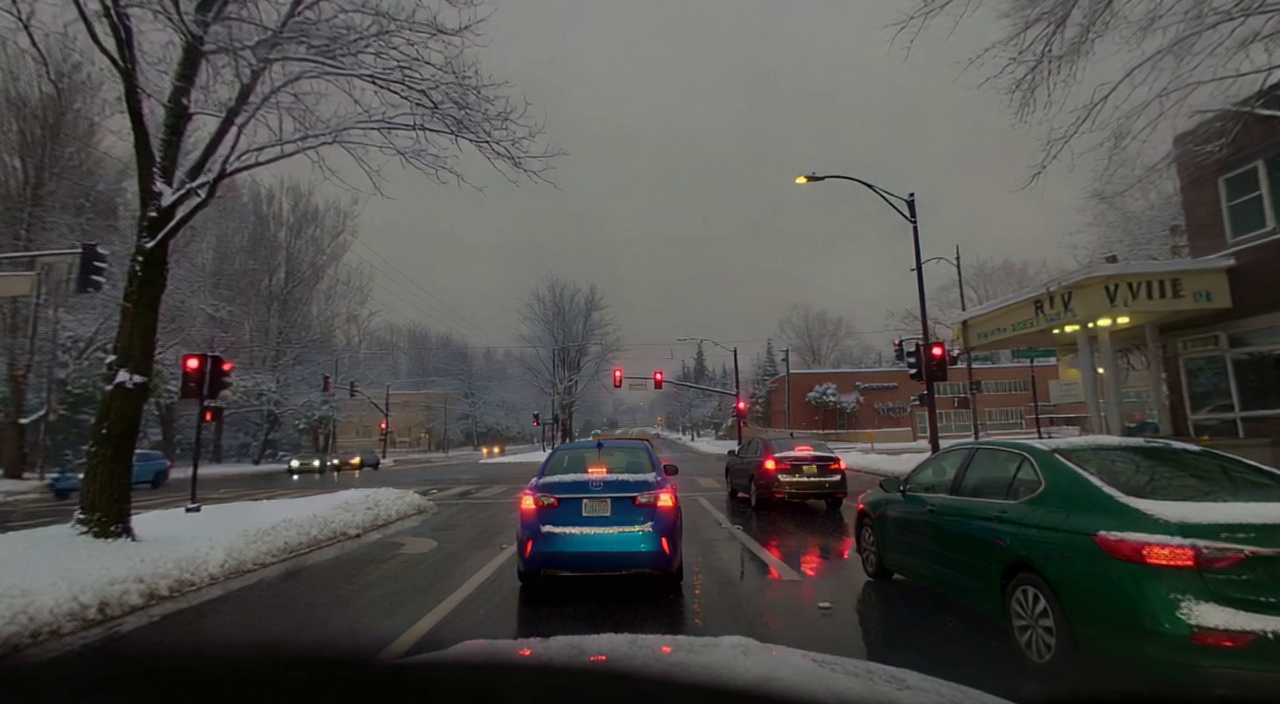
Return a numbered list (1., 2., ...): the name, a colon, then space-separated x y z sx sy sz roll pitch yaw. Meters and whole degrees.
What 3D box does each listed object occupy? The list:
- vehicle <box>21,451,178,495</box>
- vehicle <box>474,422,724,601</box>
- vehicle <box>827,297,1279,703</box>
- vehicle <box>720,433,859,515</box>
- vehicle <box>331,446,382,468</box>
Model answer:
1. vehicle: -21.552 4.804 25.536 2.091 1.534 4.846 0 -8 0
2. vehicle: -0.370 1.655 7.413 2.143 1.520 3.848 0 -8 -1
3. vehicle: 3.580 1.096 5.070 2.572 1.945 5.065 0 -8 0
4. vehicle: 3.153 2.682 14.431 2.026 1.549 4.559 0 -8 -1
5. vehicle: -22.030 8.156 49.308 1.955 1.653 4.245 0 -8 1
